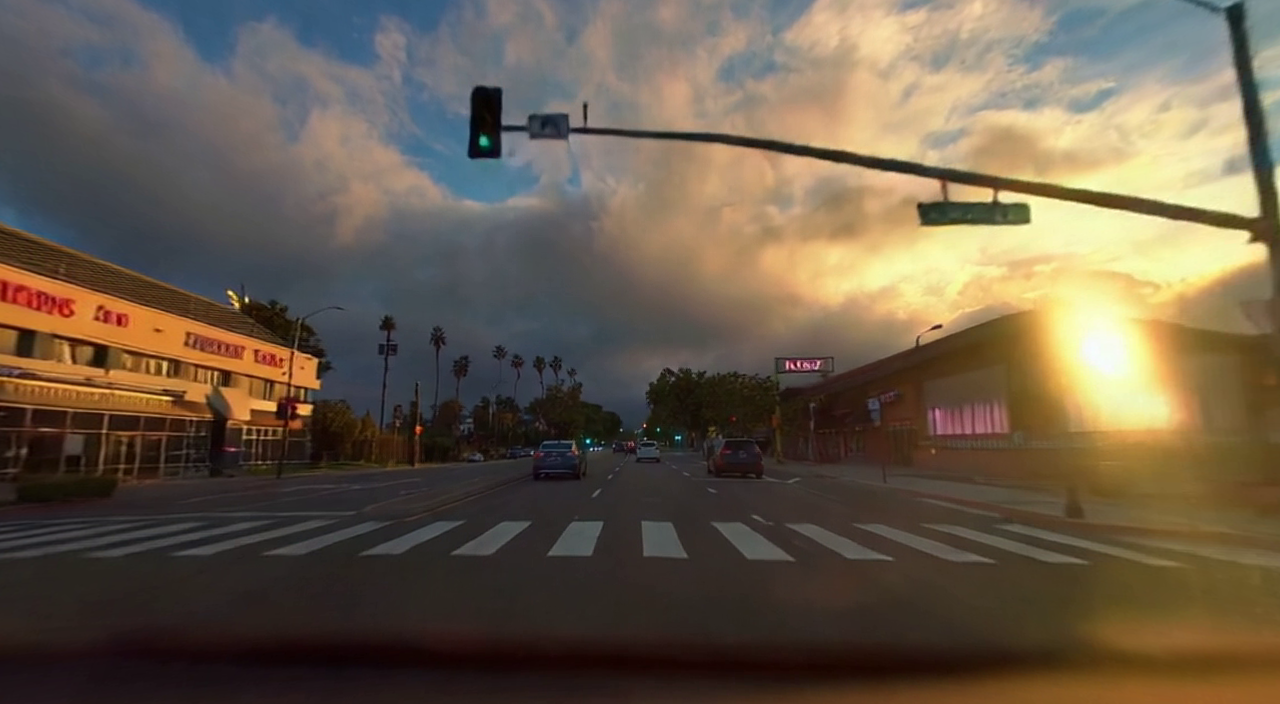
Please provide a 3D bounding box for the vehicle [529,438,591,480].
[{"bbox_3d":[-3.038,4.169,24.811,1.860,1.510,4.073,0,-8,1],"label":"vehicle"}]

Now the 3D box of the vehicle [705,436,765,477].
[{"bbox_3d":[4.118,4.576,27.866,1.987,1.637,3.896,0,-8,-1],"label":"vehicle"}]

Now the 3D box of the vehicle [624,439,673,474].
[{"bbox_3d":[0.357,4.856,29.513,2.103,1.468,4.094,0,-8,0],"label":"vehicle"}]
